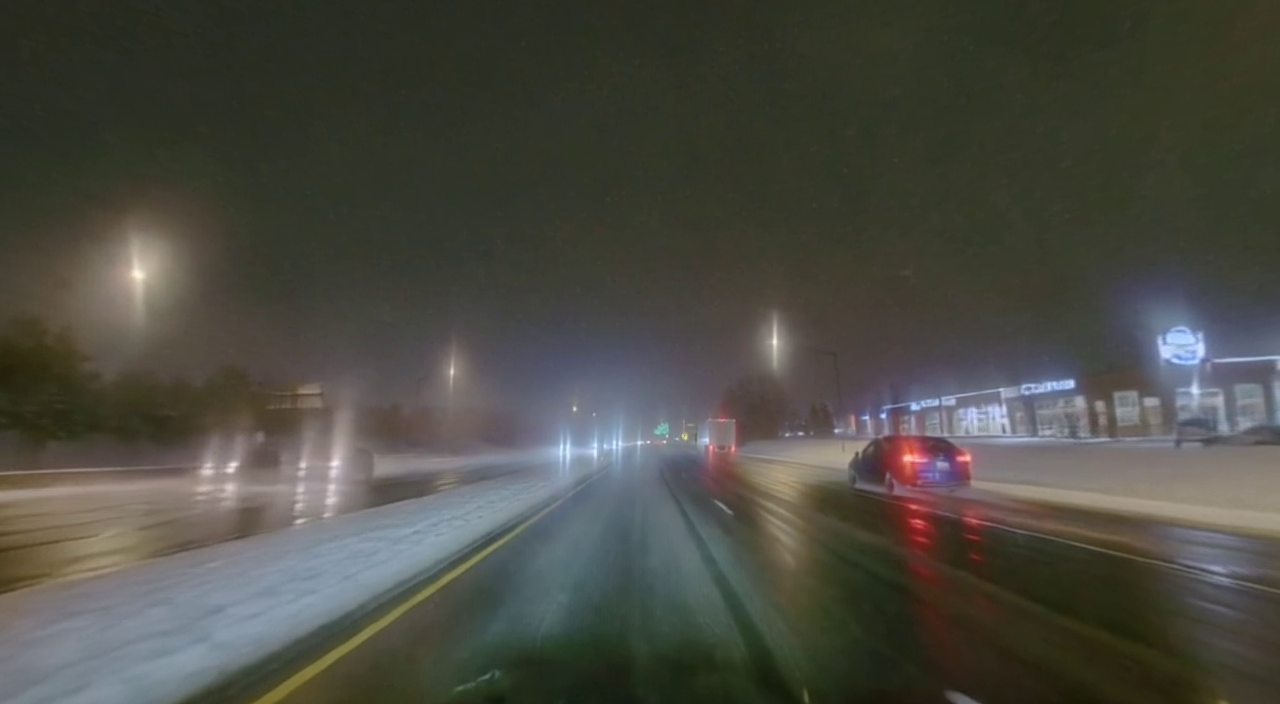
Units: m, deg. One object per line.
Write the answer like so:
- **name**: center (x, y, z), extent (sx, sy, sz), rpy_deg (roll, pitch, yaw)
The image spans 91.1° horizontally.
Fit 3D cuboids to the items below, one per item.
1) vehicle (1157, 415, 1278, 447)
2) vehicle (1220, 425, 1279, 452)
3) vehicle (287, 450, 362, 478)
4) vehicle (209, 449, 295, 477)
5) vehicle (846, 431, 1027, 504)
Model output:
- **vehicle**: center (35.729, 4.919, 39.026), extent (4.978, 1.798, 2.146), rpy_deg (-1, -9, 14)
- **vehicle**: center (36.045, 4.913, 35.551), extent (4.453, 1.442, 1.894), rpy_deg (0, -8, 0)
- **vehicle**: center (-18.215, 6.461, 36.553), extent (1.896, 1.475, 4.735), rpy_deg (0, -8, 0)
- **vehicle**: center (-27.411, 7.810, 44.673), extent (2.170, 1.812, 5.804), rpy_deg (0, -8, 4)
- **vehicle**: center (7.119, 2.820, 15.854), extent (2.079, 1.518, 5.032), rpy_deg (0, -8, -1)
